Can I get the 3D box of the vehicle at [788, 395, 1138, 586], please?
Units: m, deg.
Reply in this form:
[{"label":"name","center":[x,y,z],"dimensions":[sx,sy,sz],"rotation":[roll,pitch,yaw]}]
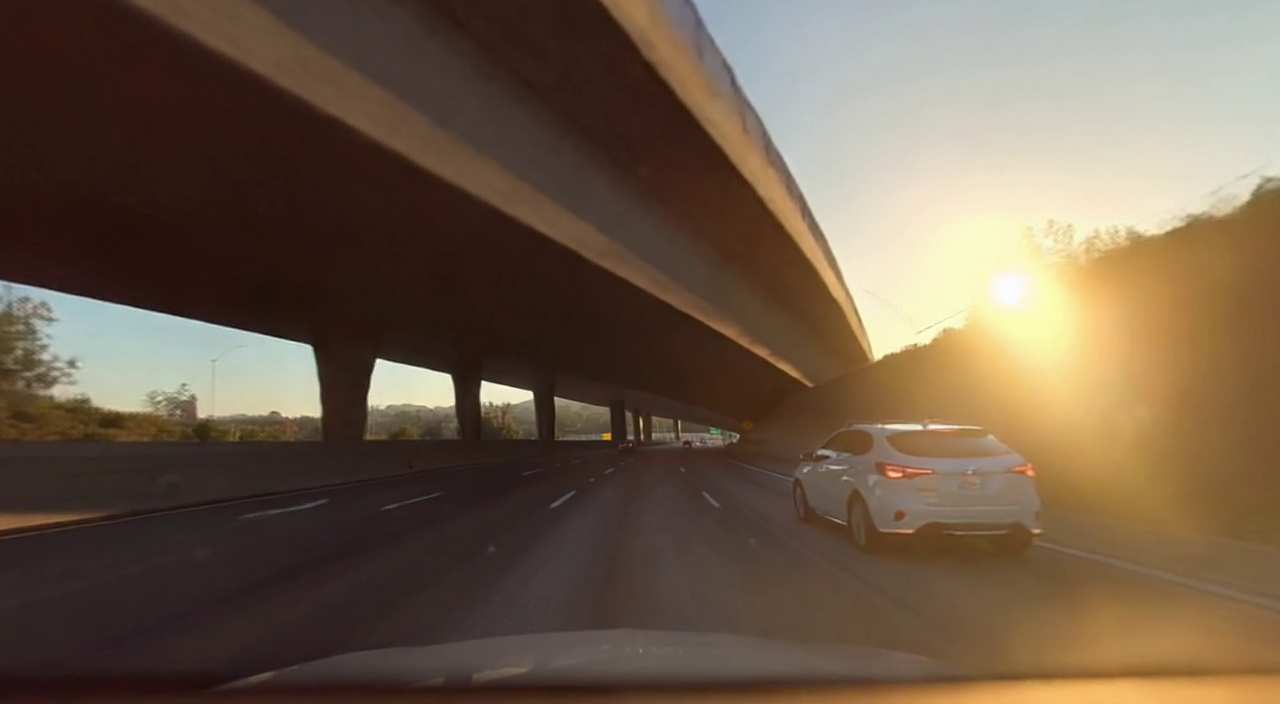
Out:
[{"label":"vehicle","center":[3.451,1.566,7.919],"dimensions":[2.090,1.715,4.228],"rotation":[0,-8,-1]}]
